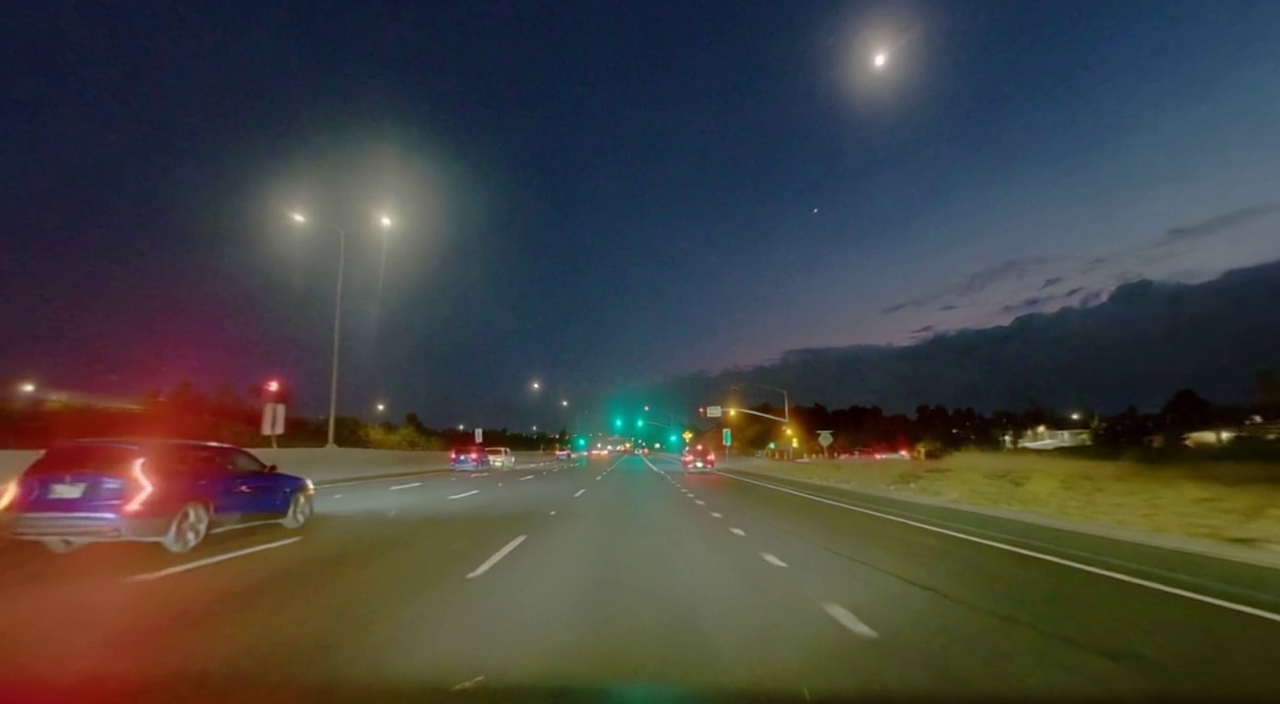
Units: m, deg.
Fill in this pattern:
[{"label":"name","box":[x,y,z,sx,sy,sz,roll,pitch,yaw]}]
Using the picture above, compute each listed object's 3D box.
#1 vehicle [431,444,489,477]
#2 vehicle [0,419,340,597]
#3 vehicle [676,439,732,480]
[{"label":"vehicle","box":[-10.974,6.608,38.646,2.137,1.873,4.687,0,-9,0]},{"label":"vehicle","box":[-6.974,1.998,9.180,2.524,1.806,5.325,0,-9,1]},{"label":"vehicle","box":[3.164,5.454,32.162,2.184,1.892,4.763,0,-9,-2]}]
